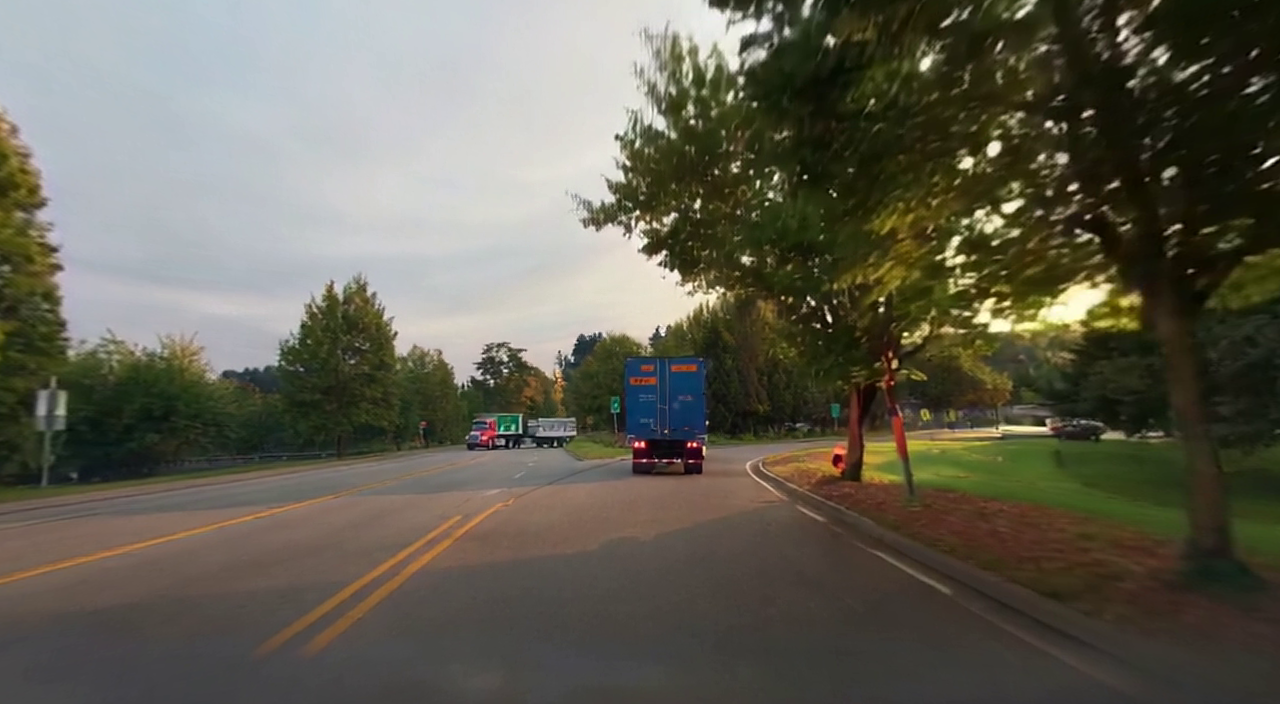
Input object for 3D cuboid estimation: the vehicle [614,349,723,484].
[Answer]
[{"bbox_3d":[1.349,2.360,21.926,2.937,3.647,9.344,-2,-7,7],"label":"vehicle"}]
